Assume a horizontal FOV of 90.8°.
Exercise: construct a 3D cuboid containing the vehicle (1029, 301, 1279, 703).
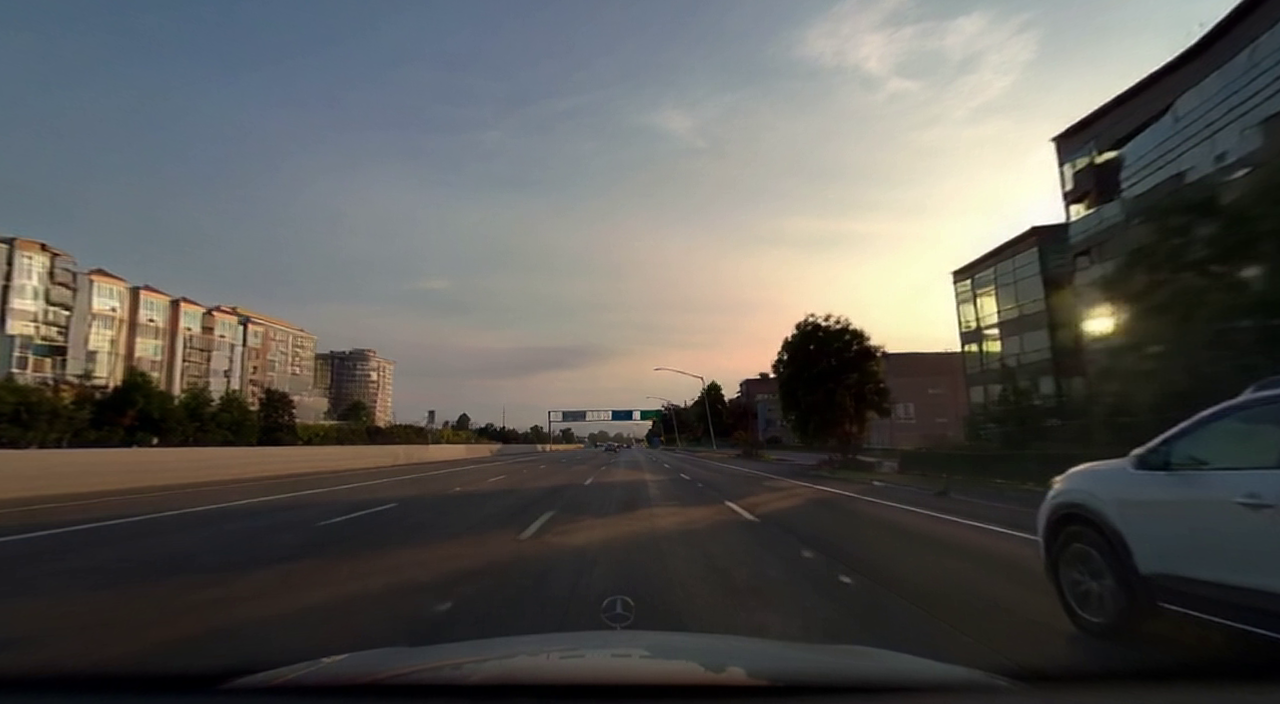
[{"bbox_3d":[3.688,0.527,1.531,2.212,1.753,5.064,0,-9,-1],"label":"vehicle"}]
